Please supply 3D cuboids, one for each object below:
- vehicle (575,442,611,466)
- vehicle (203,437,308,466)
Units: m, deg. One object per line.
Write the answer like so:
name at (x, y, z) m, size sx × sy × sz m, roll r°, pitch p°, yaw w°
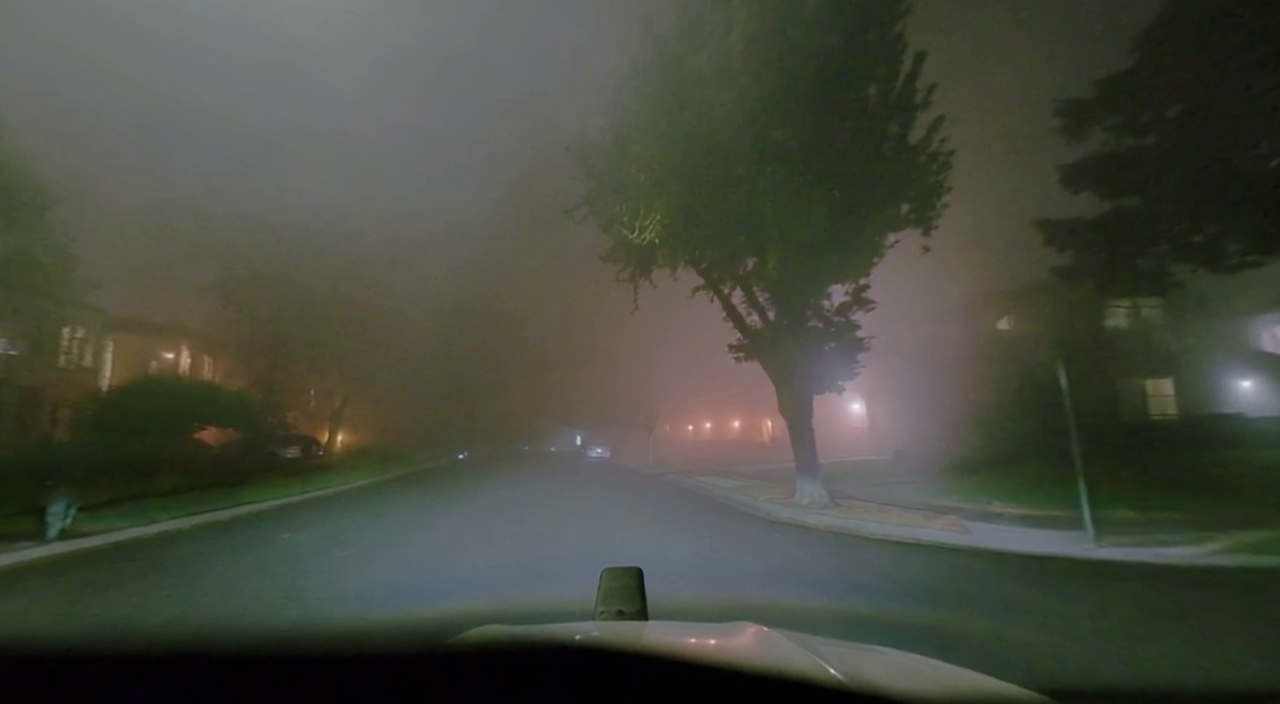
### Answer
vehicle at (-3.153, 6.673, 41.430) m, size 2.088 × 1.429 × 4.796 m, roll 1°, pitch -8°, yaw -7°
vehicle at (-20.806, 5.370, 34.122) m, size 4.344 × 1.483 × 1.928 m, roll 0°, pitch -8°, yaw -4°
